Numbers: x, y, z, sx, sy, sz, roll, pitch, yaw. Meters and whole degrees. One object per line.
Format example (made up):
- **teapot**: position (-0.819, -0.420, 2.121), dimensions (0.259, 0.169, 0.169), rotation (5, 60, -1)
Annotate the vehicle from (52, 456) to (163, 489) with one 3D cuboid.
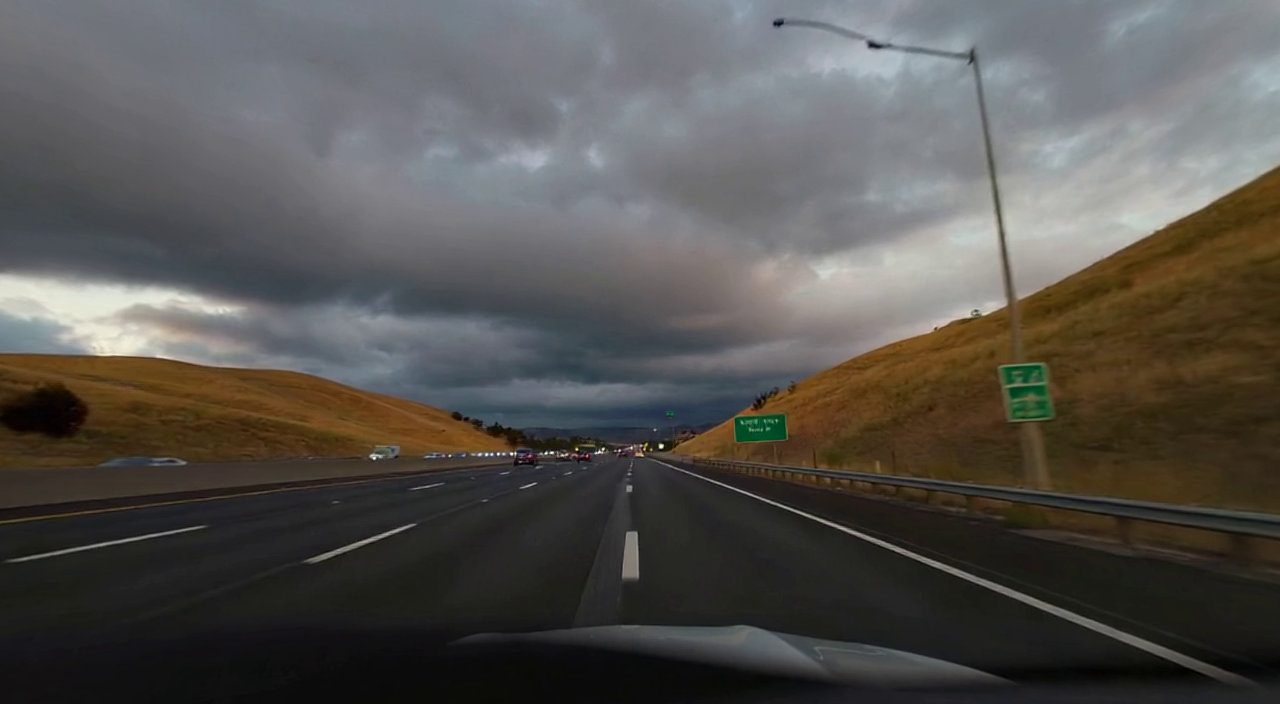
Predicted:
- **vehicle**: position (-26.600, 6.019, 31.656), dimensions (1.852, 1.481, 4.222), rotation (0, -9, 0)
